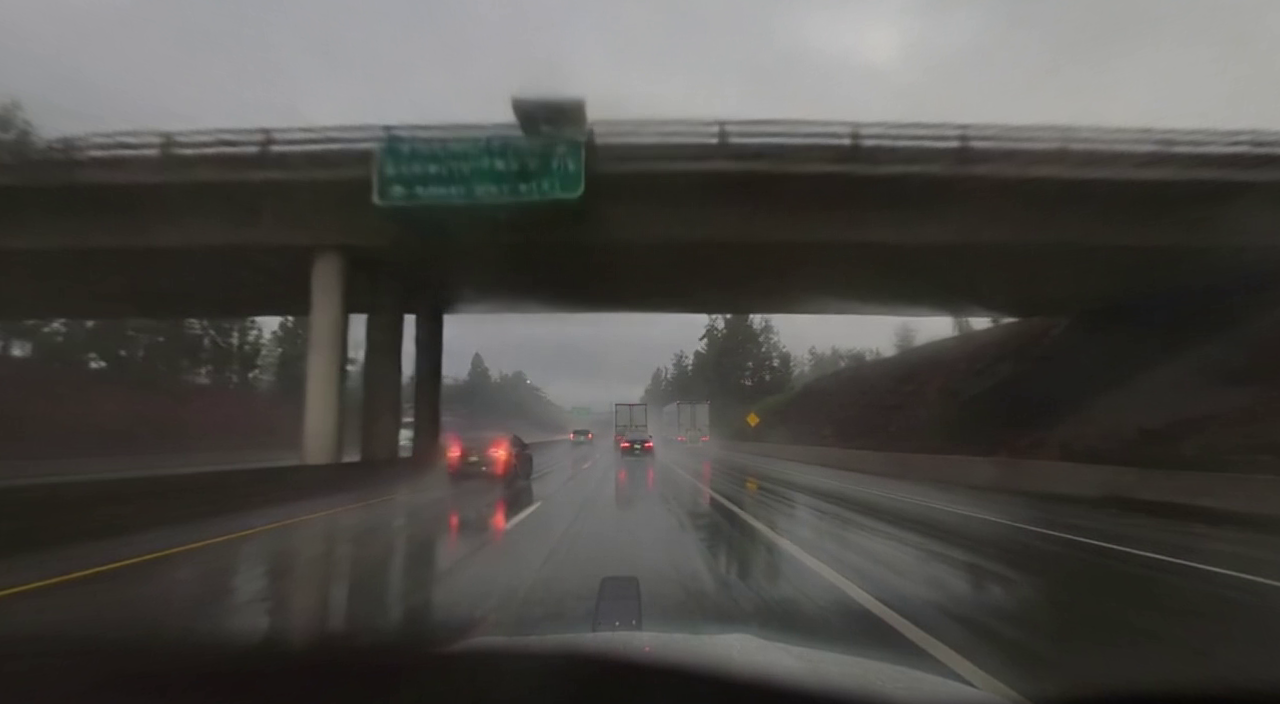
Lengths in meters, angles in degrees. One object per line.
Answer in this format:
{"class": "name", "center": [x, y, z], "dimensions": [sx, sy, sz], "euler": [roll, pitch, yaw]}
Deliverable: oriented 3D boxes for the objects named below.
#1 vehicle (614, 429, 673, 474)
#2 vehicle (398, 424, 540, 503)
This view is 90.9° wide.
{"class": "vehicle", "center": [0.071, 3.711, 23.710], "dimensions": [2.059, 1.522, 3.693], "euler": [0, -8, -2]}
{"class": "vehicle", "center": [-3.715, 2.500, 14.700], "dimensions": [1.979, 1.527, 4.754], "euler": [0, -8, 0]}
